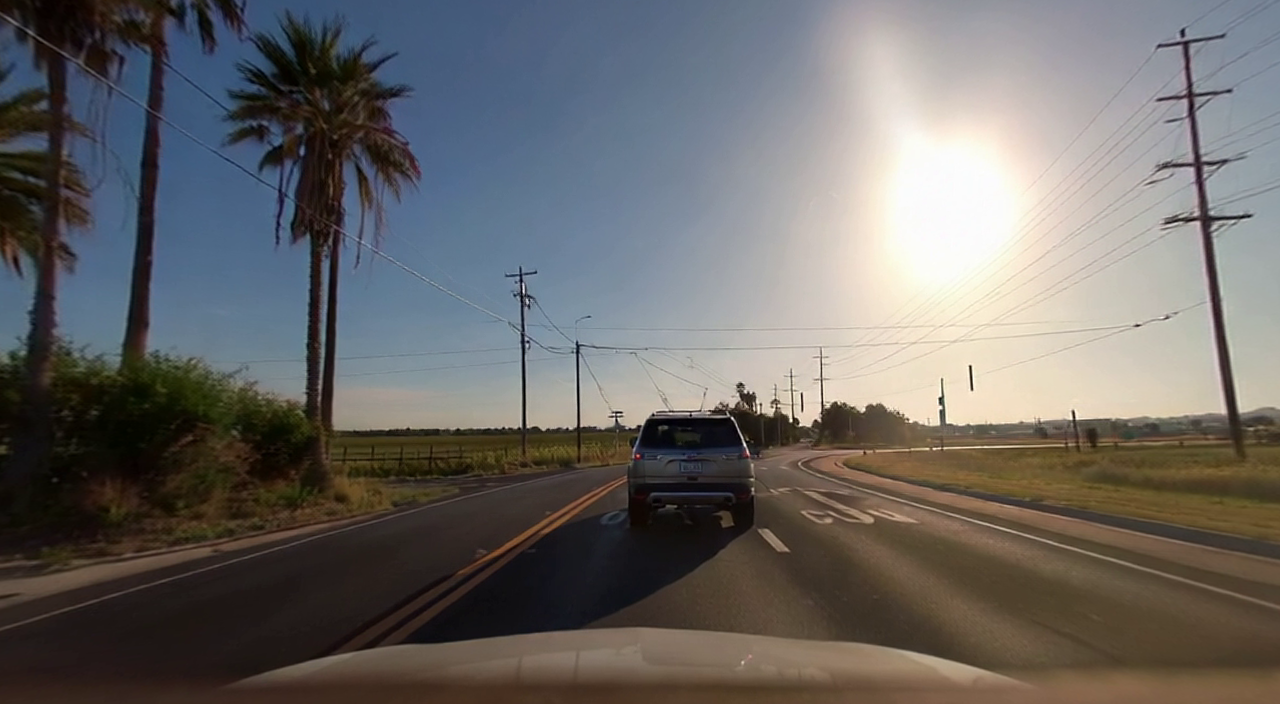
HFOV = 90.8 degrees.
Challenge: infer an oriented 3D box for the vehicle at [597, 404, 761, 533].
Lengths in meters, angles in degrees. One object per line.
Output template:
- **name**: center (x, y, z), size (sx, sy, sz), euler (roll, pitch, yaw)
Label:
- **vehicle**: center (0.605, 2.027, 11.499), size (2.364, 1.859, 4.538), euler (0, -9, 1)
